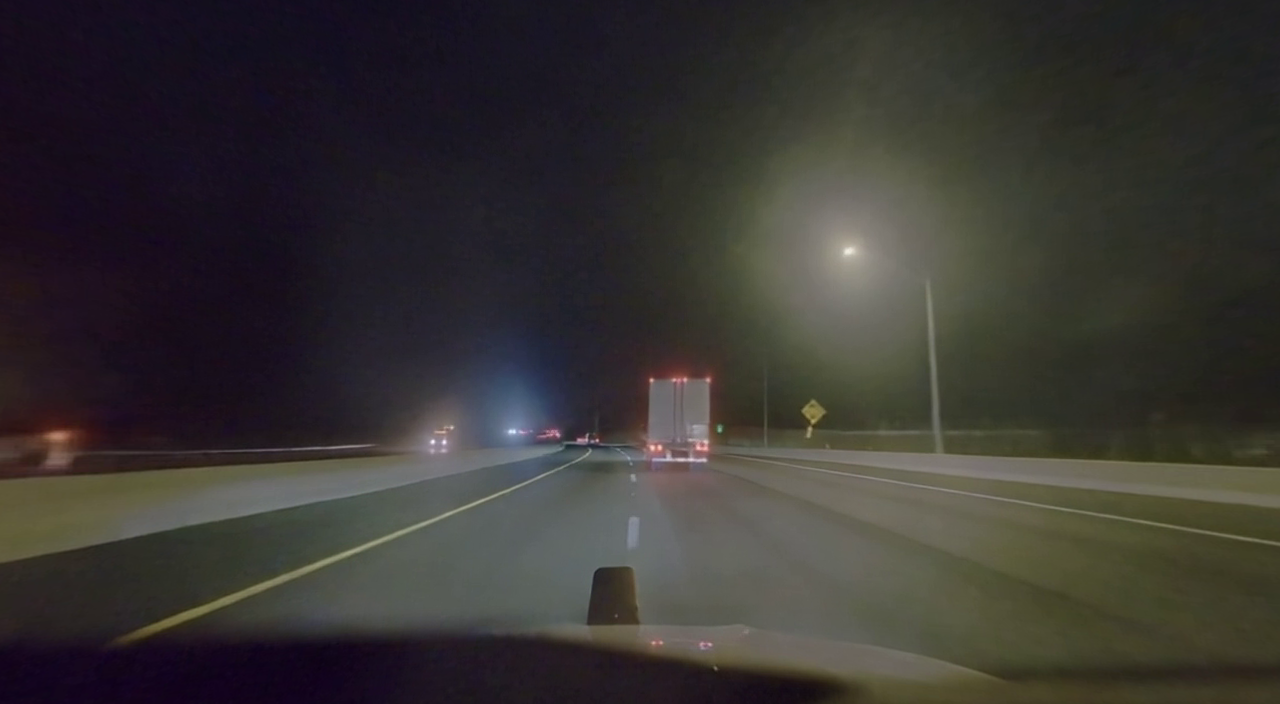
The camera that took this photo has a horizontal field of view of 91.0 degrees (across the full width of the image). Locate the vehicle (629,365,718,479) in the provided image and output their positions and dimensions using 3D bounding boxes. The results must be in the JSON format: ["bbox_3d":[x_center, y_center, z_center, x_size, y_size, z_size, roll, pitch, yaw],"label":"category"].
[{"bbox_3d":[1.550,3.465,29.281,3.153,4.080,13.081,-1,-8,3],"label":"vehicle"}]
